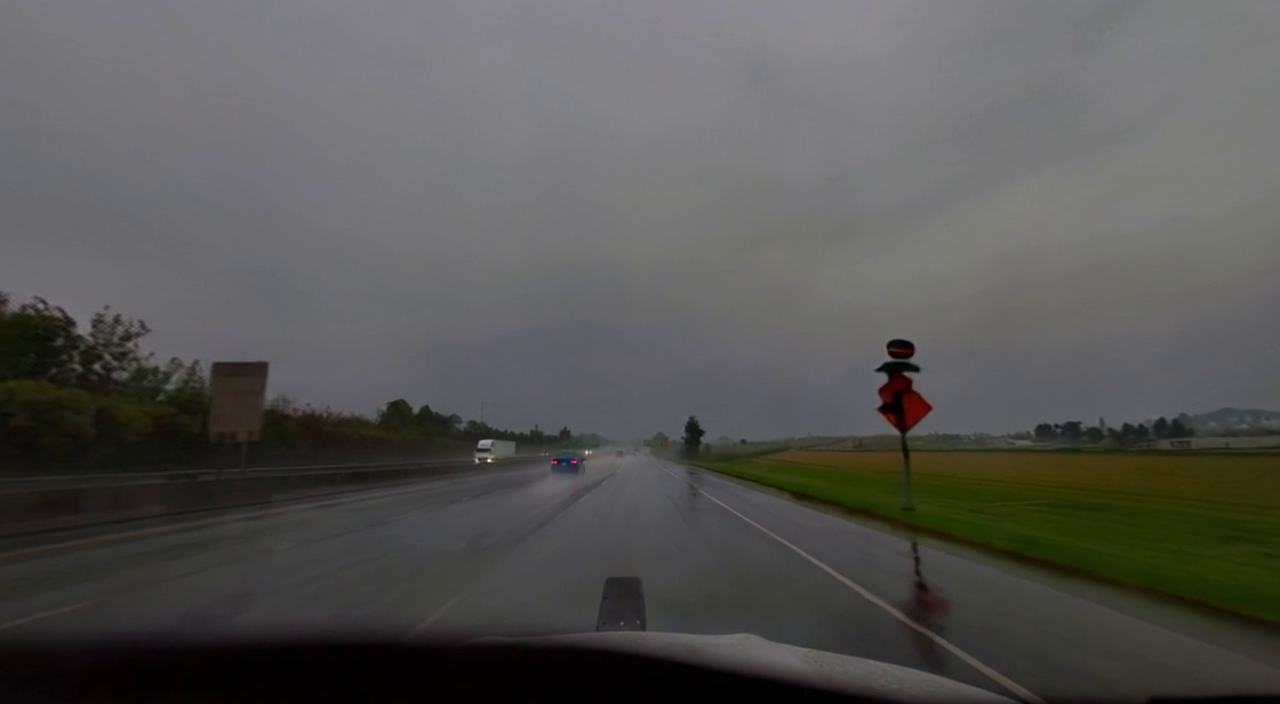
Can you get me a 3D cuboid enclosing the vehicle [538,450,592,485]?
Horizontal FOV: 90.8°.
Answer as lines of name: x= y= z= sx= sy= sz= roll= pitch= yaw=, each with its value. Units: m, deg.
vehicle: x=-3.553 y=5.551 z=30.573 sx=2.121 sy=1.537 sz=3.852 roll=0 pitch=-9 yaw=0
